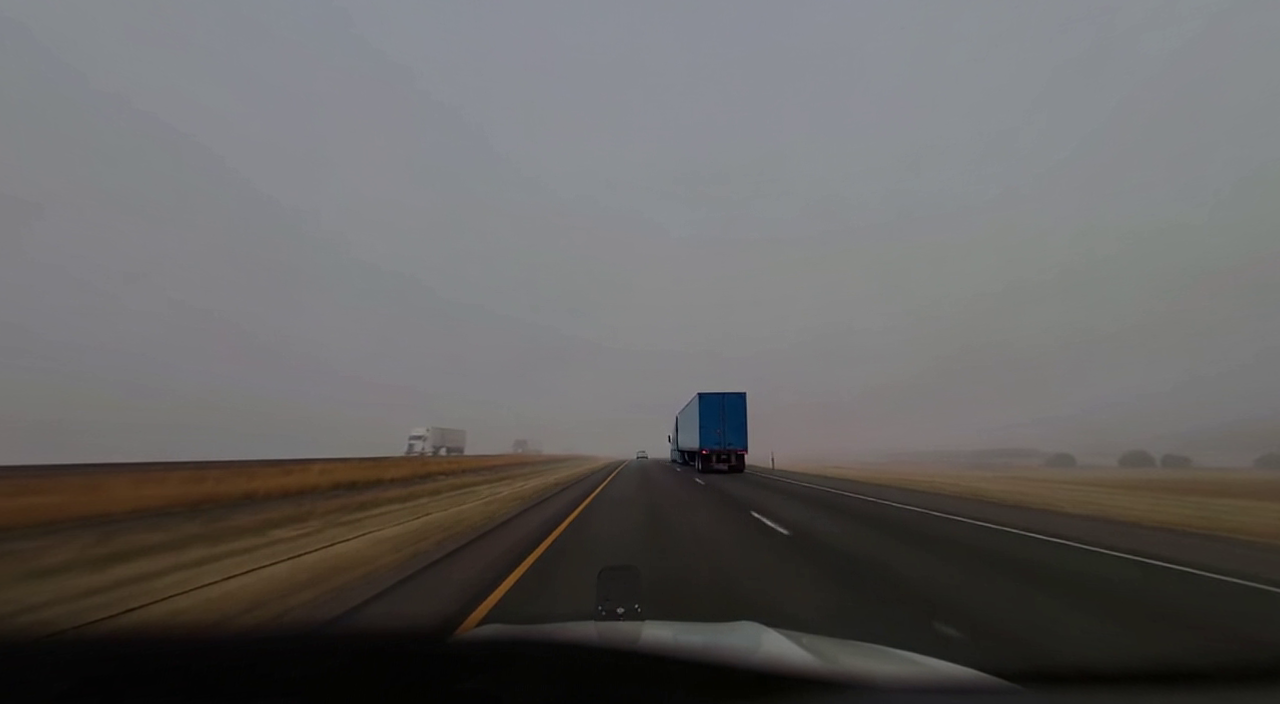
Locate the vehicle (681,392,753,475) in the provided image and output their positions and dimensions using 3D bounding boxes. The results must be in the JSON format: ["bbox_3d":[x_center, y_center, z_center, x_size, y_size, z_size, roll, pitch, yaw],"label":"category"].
[{"bbox_3d":[4.321,5.114,38.567,2.818,4.206,12.987,0,-9,0],"label":"vehicle"}]
